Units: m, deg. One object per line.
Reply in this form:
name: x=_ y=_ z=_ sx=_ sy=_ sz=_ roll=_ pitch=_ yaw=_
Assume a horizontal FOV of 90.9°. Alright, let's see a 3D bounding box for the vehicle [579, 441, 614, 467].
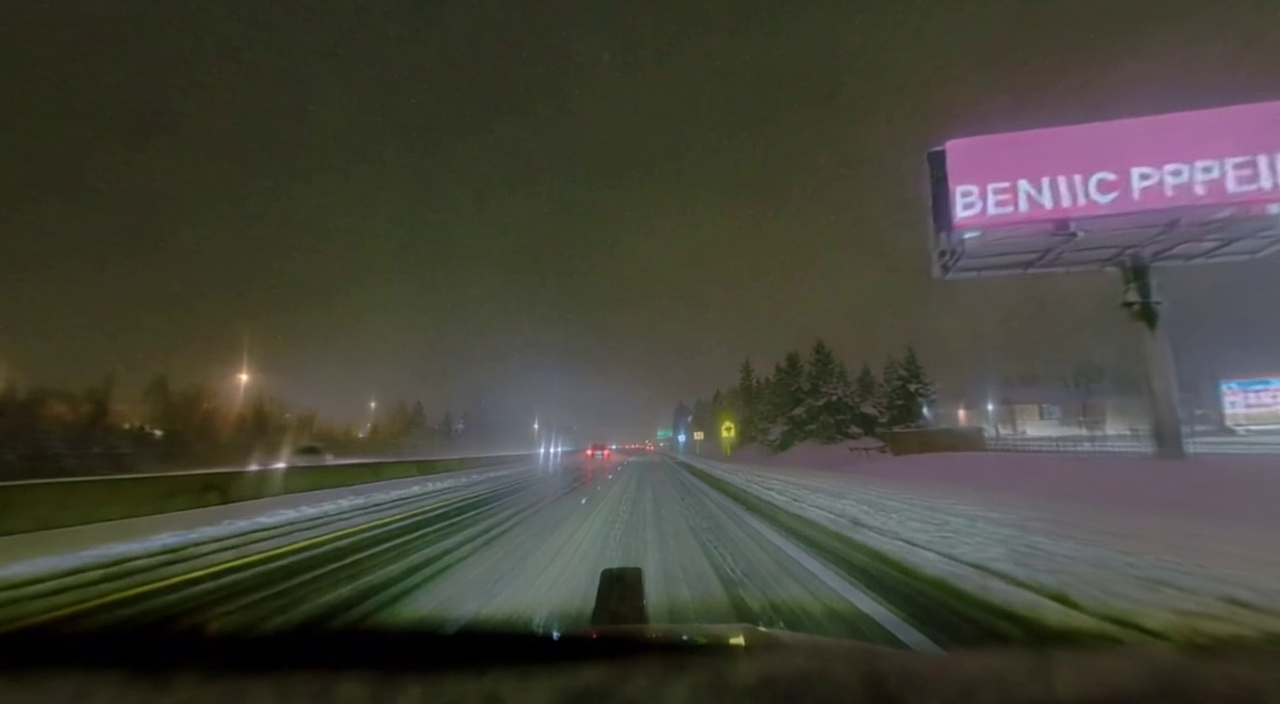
vehicle: x=-3.144 y=7.472 z=46.488 sx=2.159 sy=1.793 sz=5.027 roll=-1 pitch=-9 yaw=1
